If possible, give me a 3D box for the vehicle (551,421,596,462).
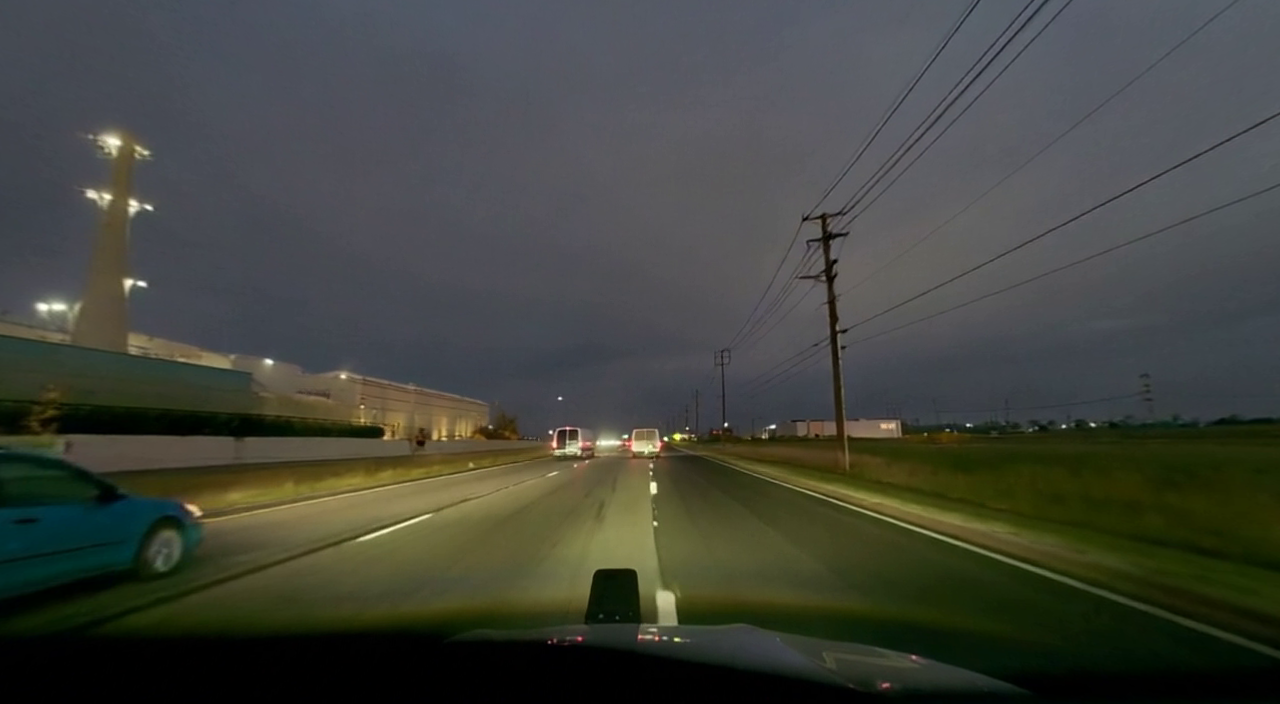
[{"bbox_3d":[-4.659,6.377,45.163,2.437,2.677,6.858,0,-8,0],"label":"vehicle"}]

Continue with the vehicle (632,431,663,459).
[{"bbox_3d":[0.518,7.000,47.527,2.213,1.997,4.456,0,-8,-1],"label":"vehicle"}]

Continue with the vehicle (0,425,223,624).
[{"bbox_3d":[-5.811,1.281,4.622,2.087,1.464,4.853,0,-8,1],"label":"vehicle"}]
